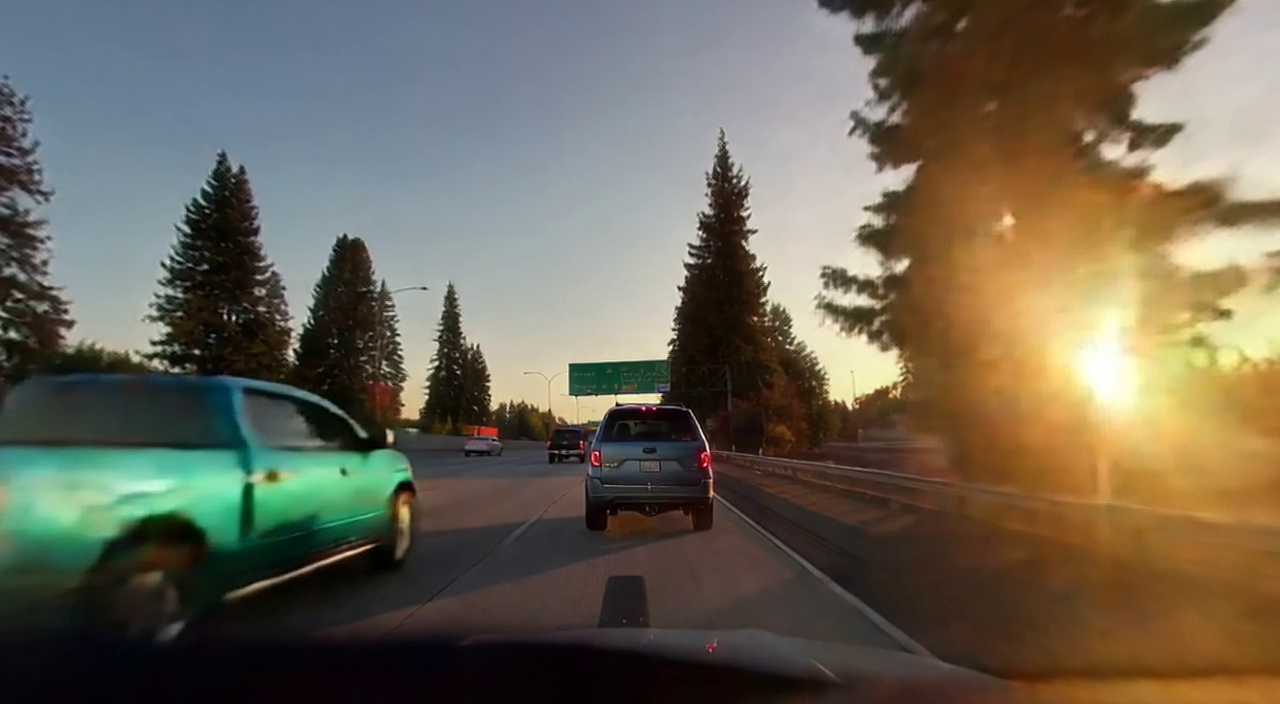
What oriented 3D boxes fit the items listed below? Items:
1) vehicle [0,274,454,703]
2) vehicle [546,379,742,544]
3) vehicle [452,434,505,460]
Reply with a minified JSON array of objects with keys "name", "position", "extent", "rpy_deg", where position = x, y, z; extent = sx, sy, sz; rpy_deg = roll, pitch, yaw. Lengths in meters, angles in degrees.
[{"name":"vehicle","position":[-3.342,0.960,4.296],"extent":[2.235,1.826,6.106],"rpy_deg":[0,-8,1]},{"name":"vehicle","position":[0.060,1.693,10.184],"extent":[2.395,2.013,4.734],"rpy_deg":[0,-8,0]},{"name":"vehicle","position":[-10.152,6.029,40.074],"extent":[2.002,1.484,4.798],"rpy_deg":[0,-8,1]}]
